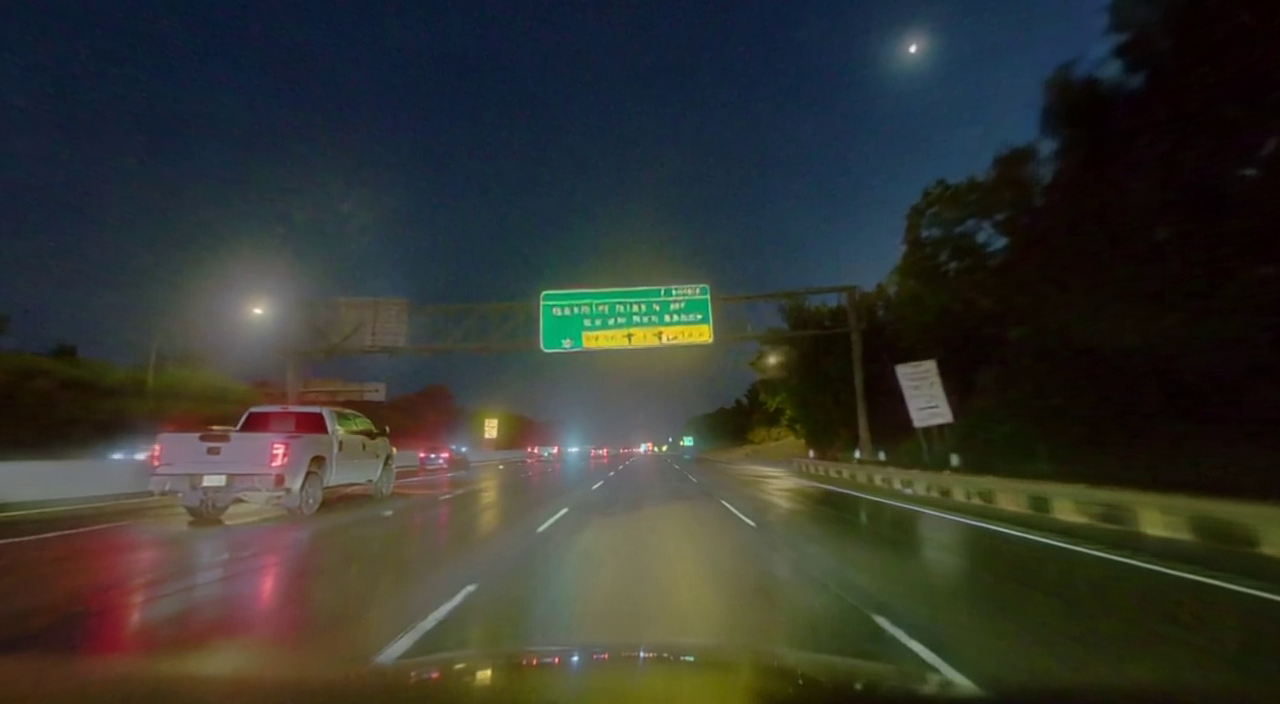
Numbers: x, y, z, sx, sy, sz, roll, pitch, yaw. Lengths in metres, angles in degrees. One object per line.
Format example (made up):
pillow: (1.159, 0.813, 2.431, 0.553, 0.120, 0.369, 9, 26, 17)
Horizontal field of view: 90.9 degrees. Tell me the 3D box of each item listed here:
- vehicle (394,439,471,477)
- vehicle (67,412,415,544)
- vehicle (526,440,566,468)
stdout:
vehicle: (-9.813, 5.035, 30.231, 2.060, 1.662, 4.469, 0, -8, 1)
vehicle: (-6.565, 2.160, 11.773, 2.403, 1.773, 6.276, 0, -8, 0)
vehicle: (-6.254, 6.814, 42.455, 2.009, 1.735, 4.358, 0, -8, 0)
